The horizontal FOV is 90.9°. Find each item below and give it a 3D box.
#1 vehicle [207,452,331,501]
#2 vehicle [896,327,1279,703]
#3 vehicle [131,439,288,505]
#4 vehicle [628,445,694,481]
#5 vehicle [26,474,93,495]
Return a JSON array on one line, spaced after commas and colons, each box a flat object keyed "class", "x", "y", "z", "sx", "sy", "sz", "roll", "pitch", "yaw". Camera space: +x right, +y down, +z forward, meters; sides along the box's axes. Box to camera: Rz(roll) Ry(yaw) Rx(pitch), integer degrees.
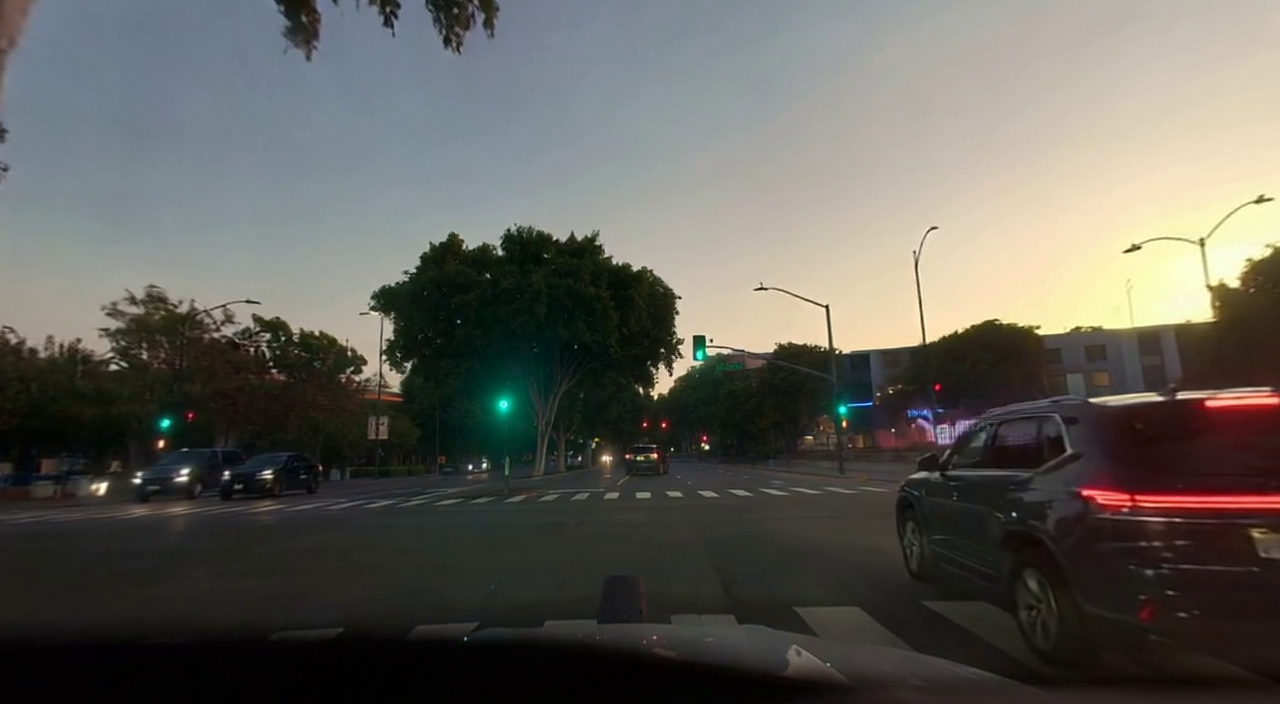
[{"class": "vehicle", "x": -14.967, "y": 4.999, "z": 25.810, "sx": 2.169, "sy": 1.753, "sz": 4.640, "roll": 0, "pitch": -8, "yaw": 1}, {"class": "vehicle", "x": 3.606, "y": 1.023, "z": 3.905, "sx": 2.301, "sy": 1.767, "sz": 4.289, "roll": 0, "pitch": -8, "yaw": 1}, {"class": "vehicle", "x": -18.734, "y": 5.183, "z": 27.959, "sx": 2.557, "sy": 2.580, "sz": 5.856, "roll": -1, "pitch": -8, "yaw": 3}, {"class": "vehicle", "x": 1.143, "y": 5.526, "z": 31.753, "sx": 2.153, "sy": 1.658, "sz": 4.569, "roll": -3, "pitch": -9, "yaw": 18}, {"class": "vehicle", "x": -44.586, "y": 10.153, "z": 48.443, "sx": 3.497, "sy": 1.415, "sz": 1.569, "roll": -1, "pitch": -8, "yaw": -1}]
